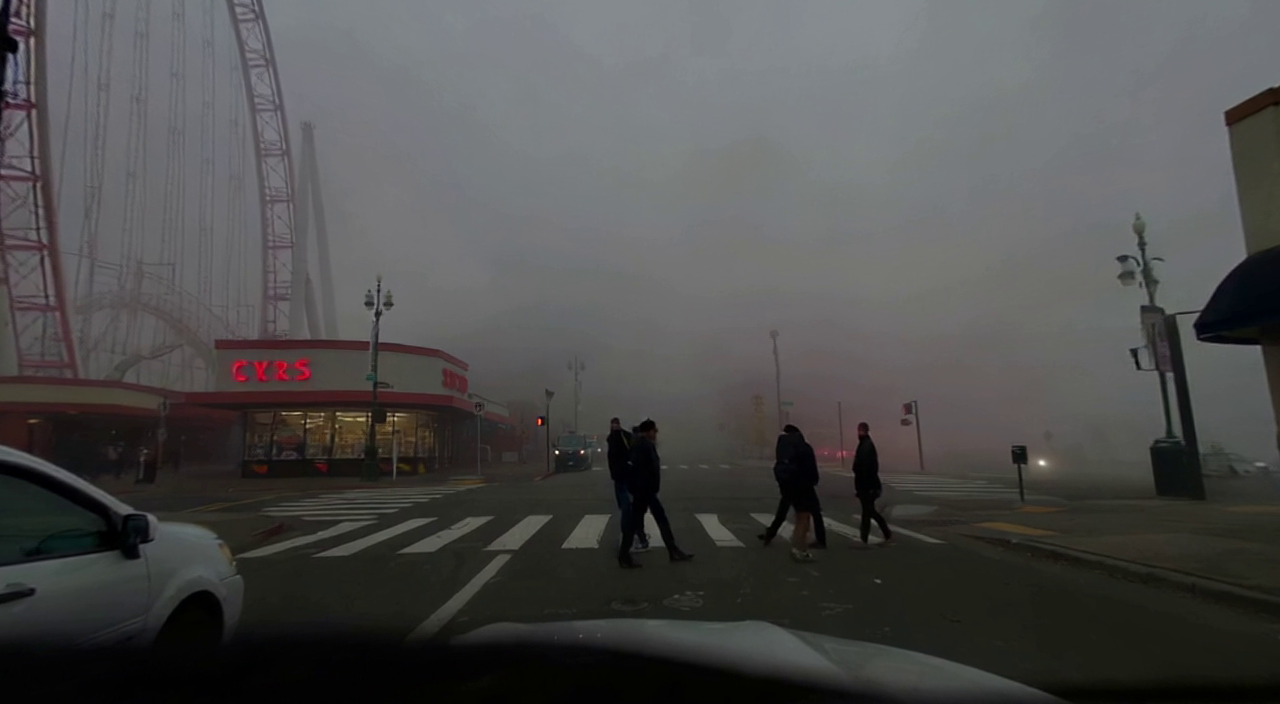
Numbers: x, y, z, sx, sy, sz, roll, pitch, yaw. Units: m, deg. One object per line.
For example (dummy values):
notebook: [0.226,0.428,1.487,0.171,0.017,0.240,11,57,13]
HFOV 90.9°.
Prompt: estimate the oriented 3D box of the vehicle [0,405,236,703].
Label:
vehicle: [-3.371,0.791,1.188,1.940,1.505,4.676,-1,-9,3]

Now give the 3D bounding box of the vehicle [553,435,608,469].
vehicle: [-3.911,6.360,40.253,2.549,2.000,5.699,2,-9,-15]
